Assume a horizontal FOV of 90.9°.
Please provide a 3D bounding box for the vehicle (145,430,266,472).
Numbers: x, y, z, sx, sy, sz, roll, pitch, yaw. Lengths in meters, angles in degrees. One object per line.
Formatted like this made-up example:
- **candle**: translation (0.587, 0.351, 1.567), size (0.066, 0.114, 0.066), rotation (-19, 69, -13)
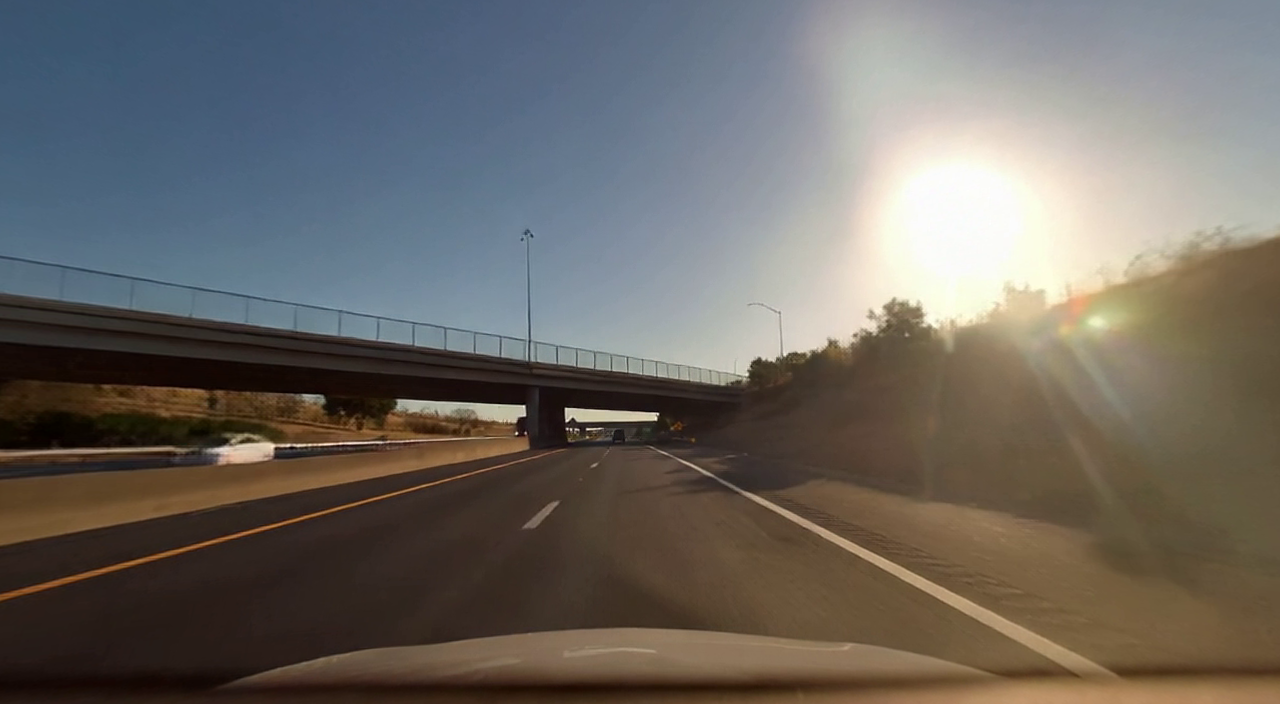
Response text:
- **vehicle**: translation (-16.403, 3.741, 24.077), size (1.785, 1.429, 4.077), rotation (0, -8, -1)
